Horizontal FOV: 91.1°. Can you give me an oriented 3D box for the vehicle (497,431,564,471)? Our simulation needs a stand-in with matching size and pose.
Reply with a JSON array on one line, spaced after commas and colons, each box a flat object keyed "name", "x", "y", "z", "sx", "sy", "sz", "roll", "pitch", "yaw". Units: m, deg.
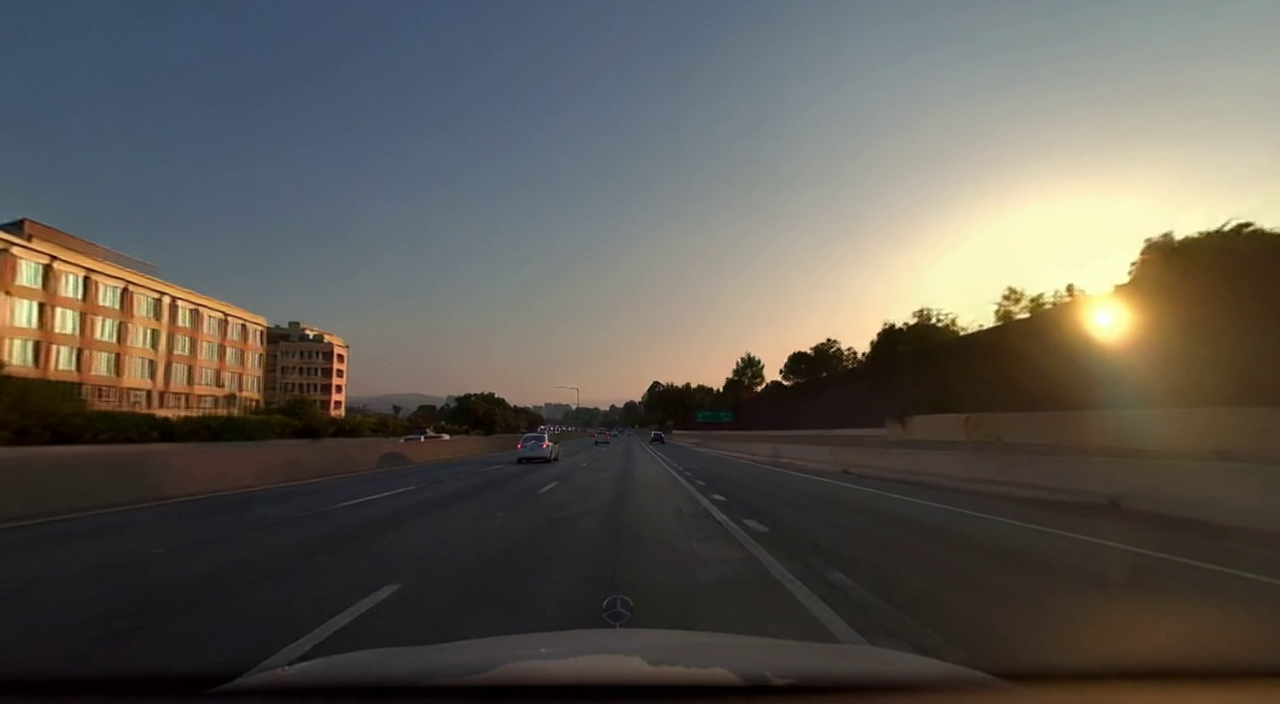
[{"name": "vehicle", "x": -4.416, "y": 4.063, "z": 26.049, "sx": 1.996, "sy": 1.490, "sz": 4.571, "roll": 0, "pitch": -8, "yaw": 0}]
